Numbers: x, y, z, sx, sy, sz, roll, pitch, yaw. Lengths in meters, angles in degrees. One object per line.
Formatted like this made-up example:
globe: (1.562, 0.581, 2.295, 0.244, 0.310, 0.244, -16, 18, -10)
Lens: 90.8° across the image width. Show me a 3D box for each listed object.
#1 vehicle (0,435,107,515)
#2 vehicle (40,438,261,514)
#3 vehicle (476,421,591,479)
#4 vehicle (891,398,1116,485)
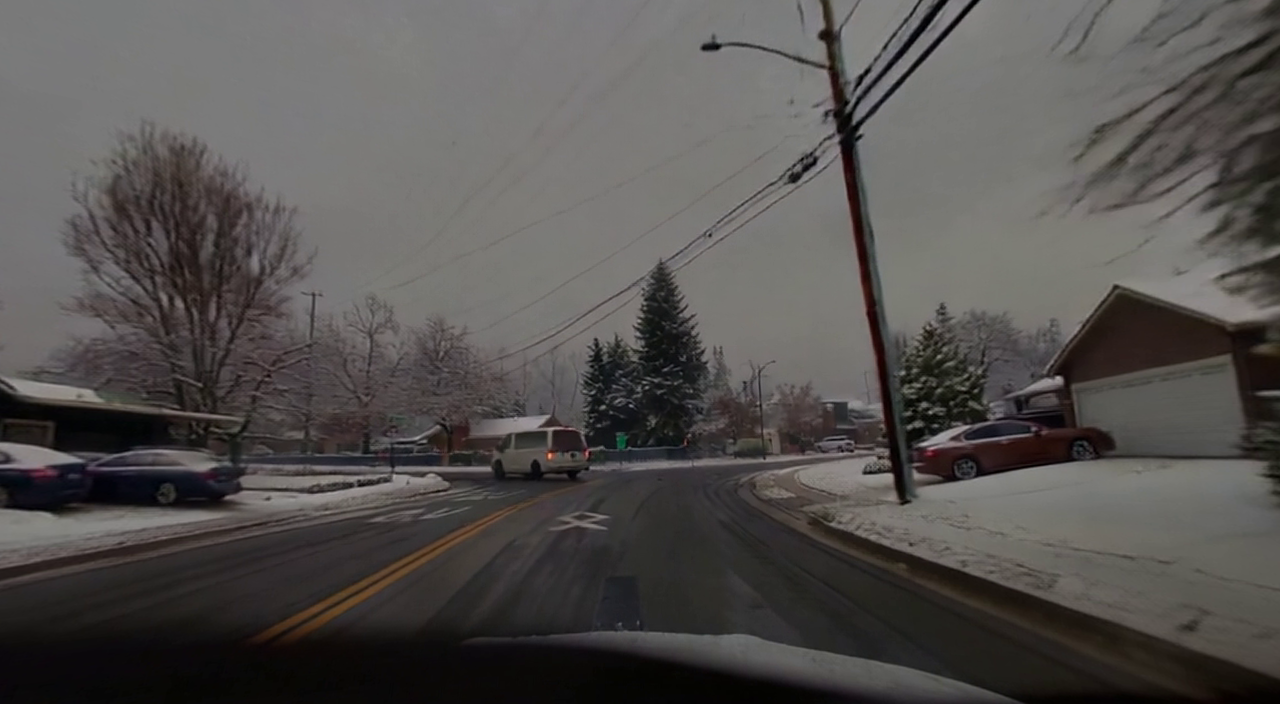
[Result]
vehicle: (-16.676, 2.987, 15.628, 4.881, 1.828, 2.111, 1, -9, -3)
vehicle: (-13.969, 3.641, 18.316, 4.550, 1.655, 2.143, -4, -15, -2)
vehicle: (-6.449, 5.776, 37.439, 2.929, 3.058, 7.559, 8, -12, -43)
vehicle: (9.662, 2.451, 17.141, 4.658, 1.536, 2.090, -8, -10, 0)
